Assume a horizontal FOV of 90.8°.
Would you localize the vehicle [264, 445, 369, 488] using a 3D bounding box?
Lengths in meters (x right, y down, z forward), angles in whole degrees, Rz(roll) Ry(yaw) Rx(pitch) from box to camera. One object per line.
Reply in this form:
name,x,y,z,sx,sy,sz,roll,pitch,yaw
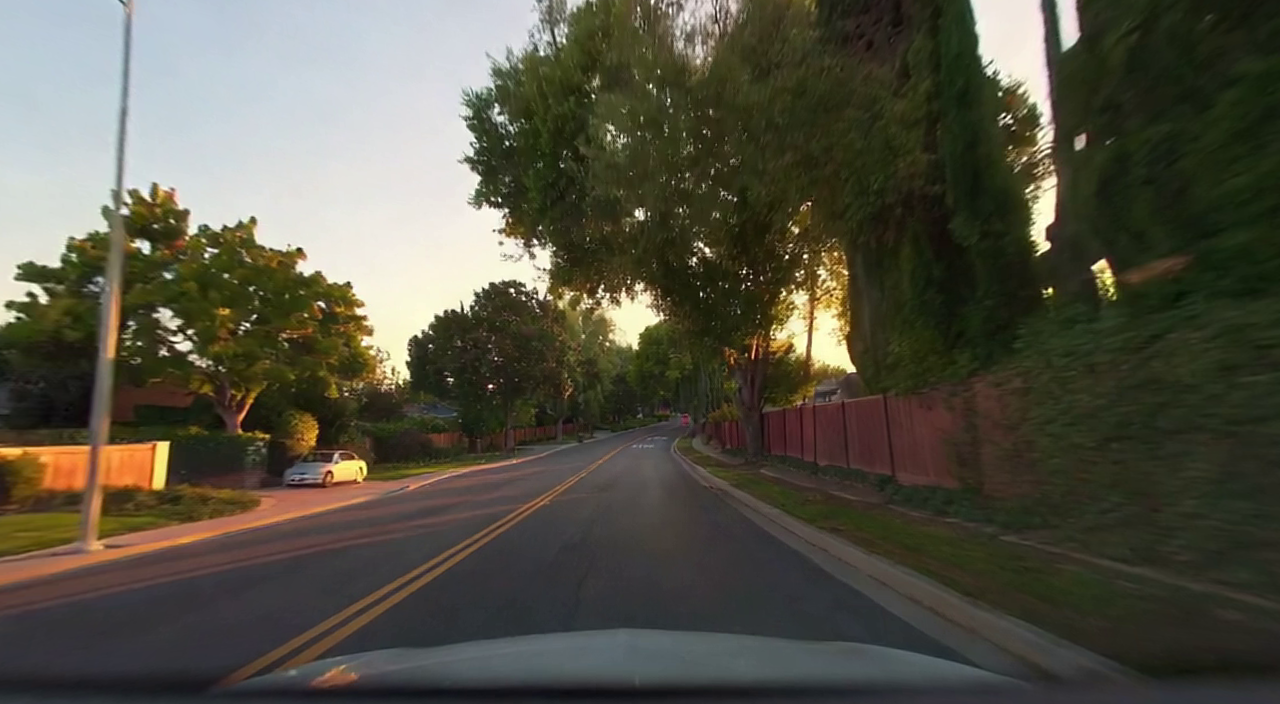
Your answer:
vehicle,-14.847,5.248,29.397,2.305,1.793,4.883,0,-8,0
